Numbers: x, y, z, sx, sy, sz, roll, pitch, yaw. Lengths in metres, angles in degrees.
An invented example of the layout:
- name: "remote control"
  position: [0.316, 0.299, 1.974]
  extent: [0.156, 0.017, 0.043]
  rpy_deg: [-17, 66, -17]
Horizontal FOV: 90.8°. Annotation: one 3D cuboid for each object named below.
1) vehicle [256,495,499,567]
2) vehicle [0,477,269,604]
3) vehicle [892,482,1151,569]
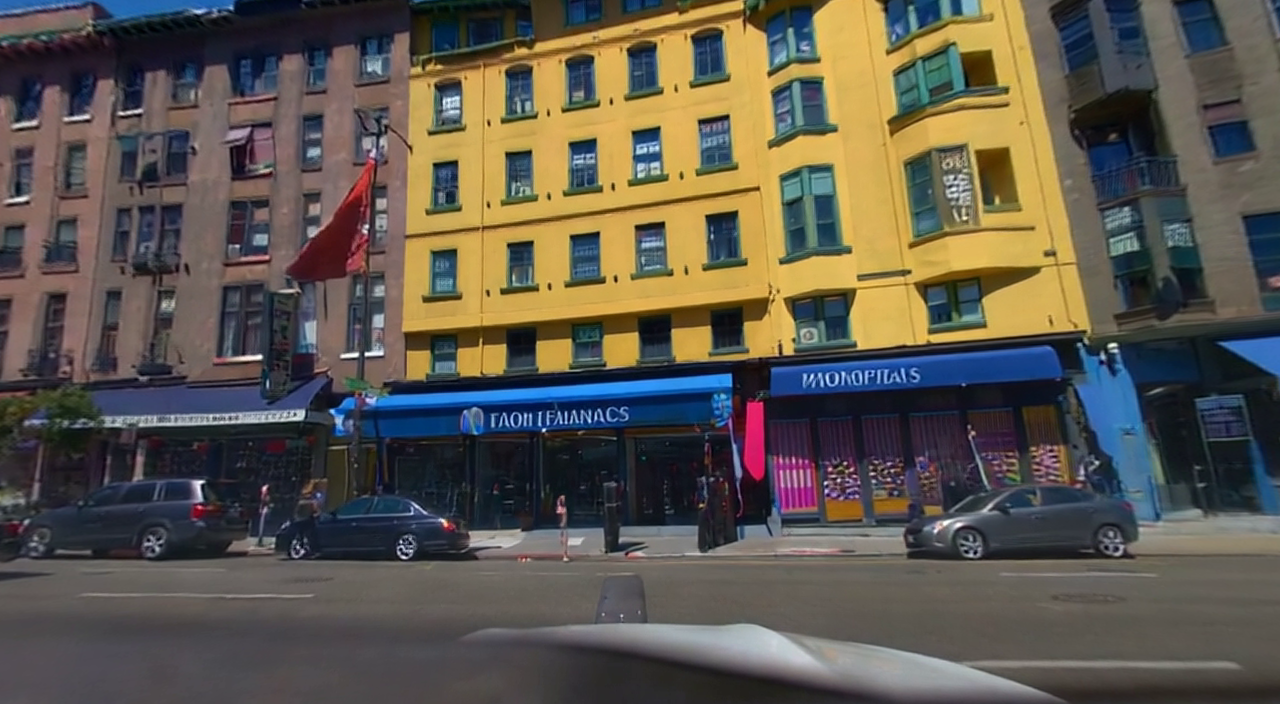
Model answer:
- name: "vehicle"
  position: [-5.932, 4.088, 14.654]
  extent: [4.830, 1.421, 1.826]
  rpy_deg: [-1, -10, 5]
- name: "vehicle"
  position: [-7.980, 2.547, 8.997]
  extent: [4.330, 1.458, 1.932]
  rpy_deg: [-2, -10, 10]
- name: "vehicle"
  position: [8.208, 3.772, 13.989]
  extent: [4.410, 1.687, 1.834]
  rpy_deg: [-1, -10, 3]
